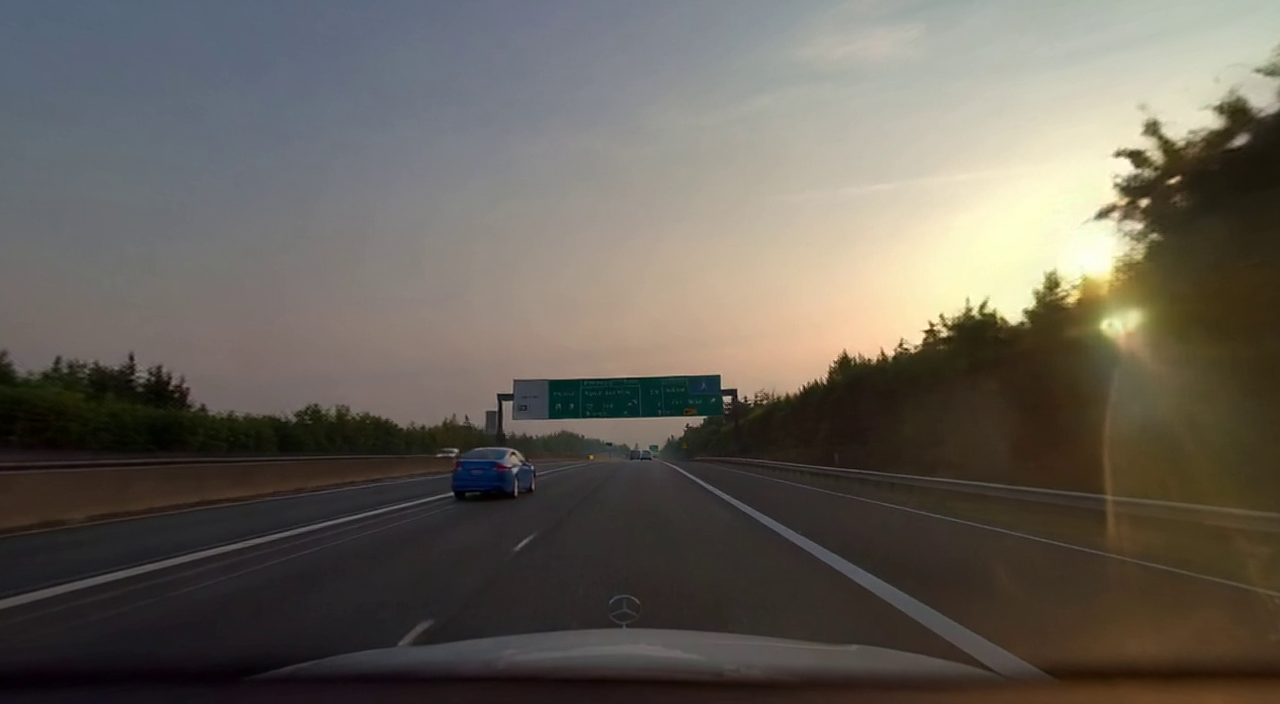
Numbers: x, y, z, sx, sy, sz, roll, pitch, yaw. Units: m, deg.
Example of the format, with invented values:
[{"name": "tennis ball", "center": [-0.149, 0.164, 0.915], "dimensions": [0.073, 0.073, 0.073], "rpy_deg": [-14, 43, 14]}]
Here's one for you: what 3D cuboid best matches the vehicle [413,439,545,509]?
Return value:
[{"name": "vehicle", "center": [-3.968, 3.103, 16.461], "dimensions": [2.160, 1.552, 4.592], "rpy_deg": [0, -9, 1]}]
